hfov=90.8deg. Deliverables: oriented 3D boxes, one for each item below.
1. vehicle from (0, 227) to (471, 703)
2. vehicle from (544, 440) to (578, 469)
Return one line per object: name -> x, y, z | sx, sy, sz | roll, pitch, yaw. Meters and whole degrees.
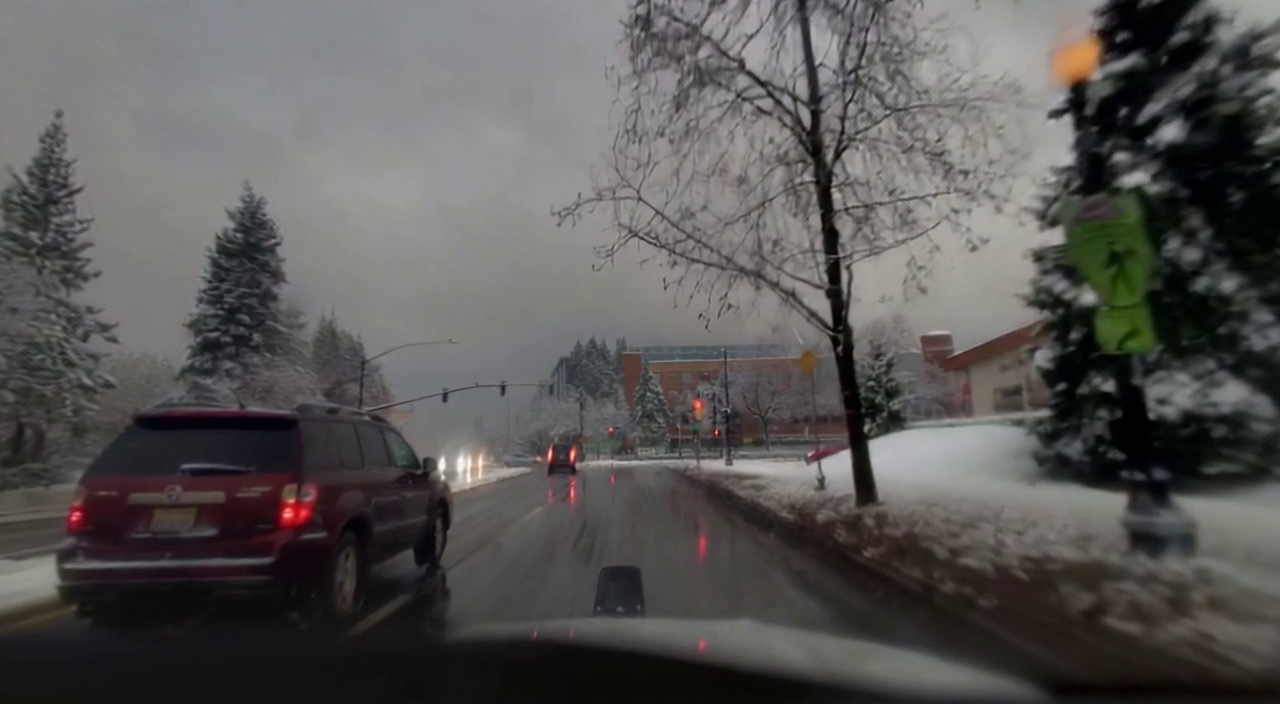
vehicle -> -3.338, 0.985, 4.795 | 2.509, 1.885, 5.831 | 0, -9, 0
vehicle -> -5.289, 6.926, 42.803 | 2.134, 1.799, 5.082 | 1, -9, -6
